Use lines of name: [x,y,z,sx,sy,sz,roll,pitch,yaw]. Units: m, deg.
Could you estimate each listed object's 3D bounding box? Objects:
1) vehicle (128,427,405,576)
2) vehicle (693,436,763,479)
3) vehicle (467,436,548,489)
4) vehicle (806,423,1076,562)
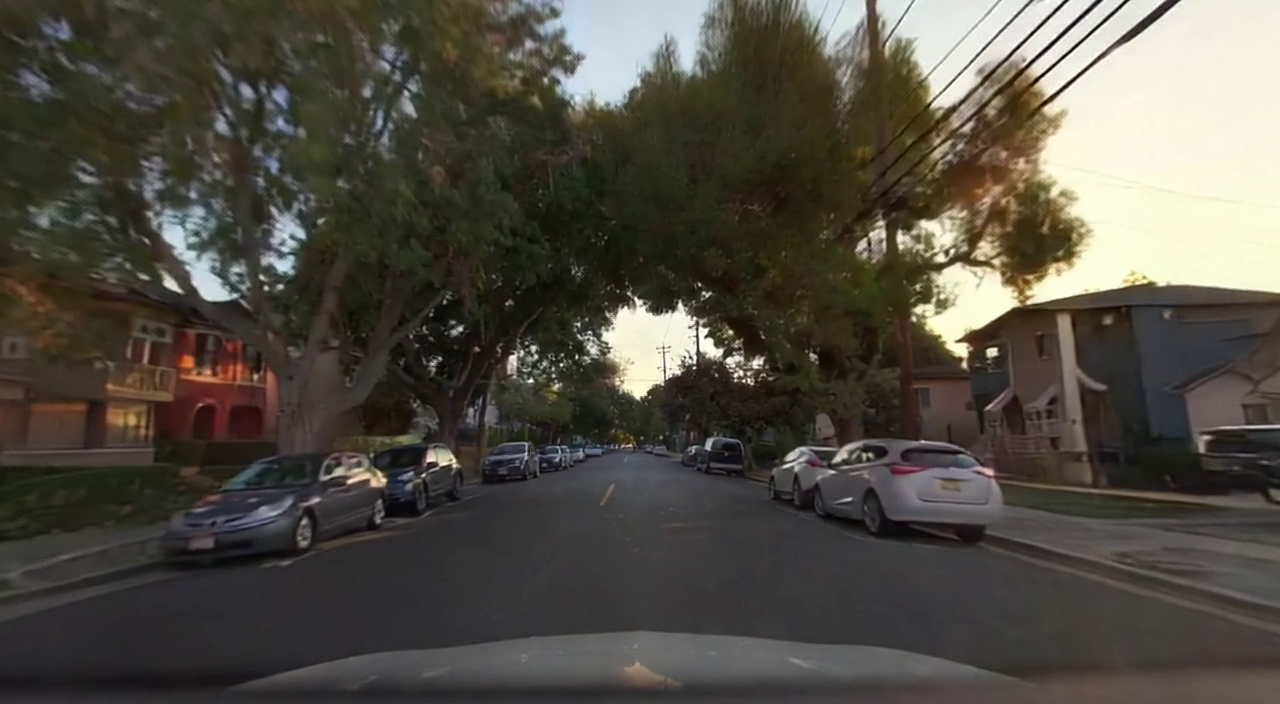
vehicle: [-5.427,2.145,9.968,1.873,1.709,4.206,-4,-8,-1]
vehicle: [4.054,4.977,30.181,2.279,1.848,5.577,1,-9,-3]
vehicle: [-5.502,4.611,27.006,2.285,1.895,5.883,-2,-8,-1]
vehicle: [4.177,2.007,9.867,1.979,1.620,4.684,0,-8,1]
